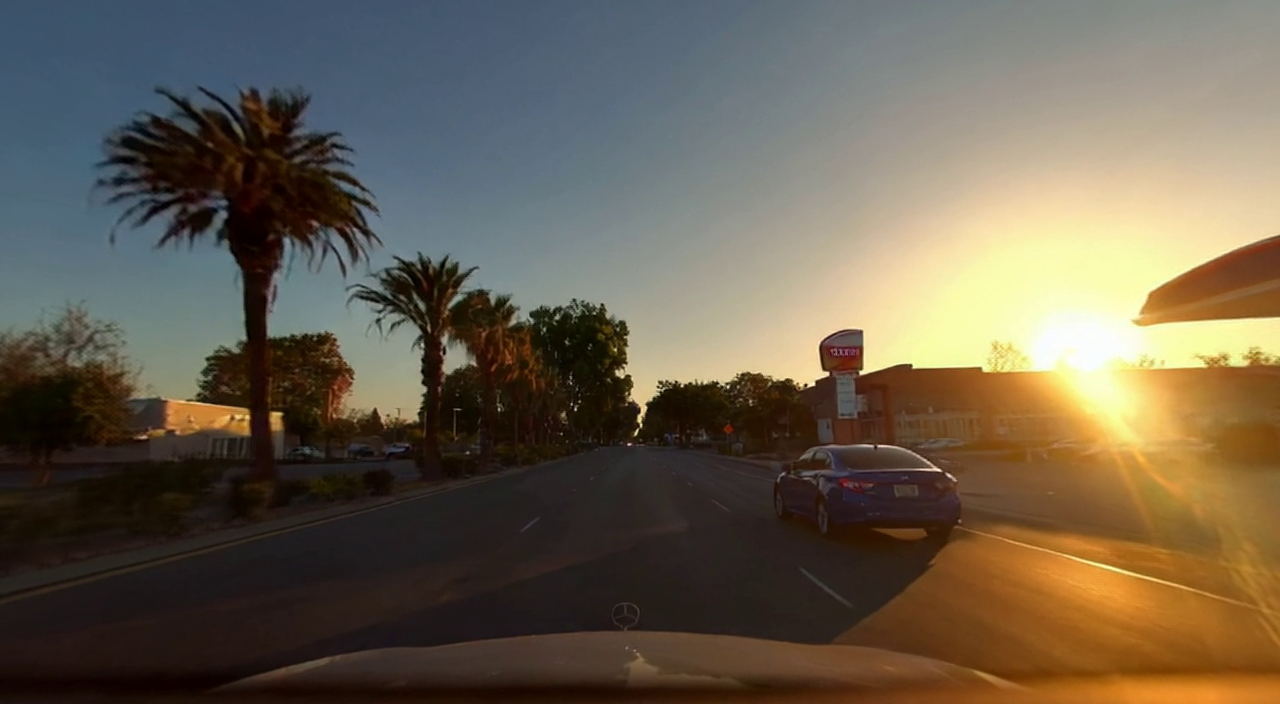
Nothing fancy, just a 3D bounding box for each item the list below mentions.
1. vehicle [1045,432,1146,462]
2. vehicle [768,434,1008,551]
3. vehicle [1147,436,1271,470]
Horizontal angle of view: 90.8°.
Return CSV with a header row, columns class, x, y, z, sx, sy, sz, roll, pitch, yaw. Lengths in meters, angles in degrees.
class,x,y,z,sx,sy,sz,roll,pitch,yaw
vehicle,32.454,6.799,45.161,5.339,1.812,2.175,-3,-9,3
vehicle,3.547,2.069,10.081,1.978,1.442,4.262,0,-8,-2
vehicle,28.501,5.073,31.761,4.280,1.637,2.009,0,-9,-2
